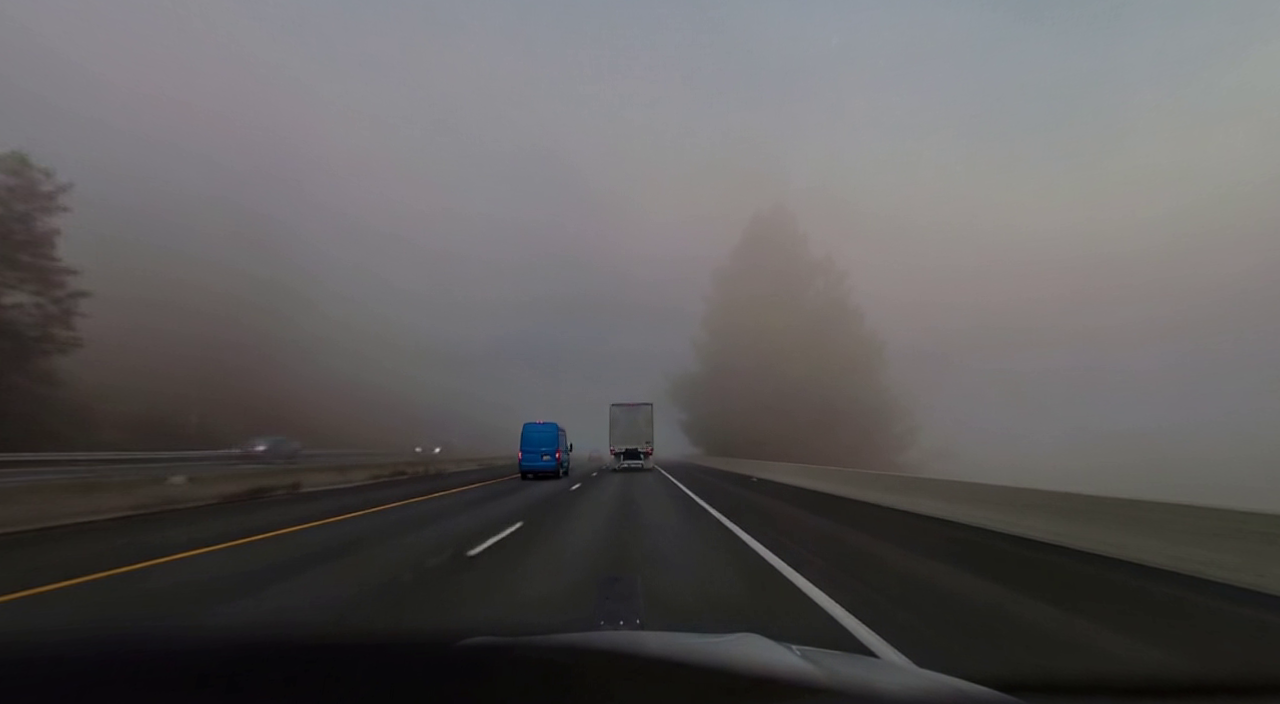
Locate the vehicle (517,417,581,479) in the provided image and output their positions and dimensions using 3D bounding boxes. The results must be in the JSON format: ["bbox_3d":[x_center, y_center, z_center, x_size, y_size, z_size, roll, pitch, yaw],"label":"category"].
[{"bbox_3d":[-4.414,4.849,31.659,2.357,2.786,6.144,0,-9,-1],"label":"vehicle"}]

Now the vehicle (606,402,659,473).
[{"bbox_3d":[-0.449,5.659,41.004,2.995,4.036,10.311,0,-9,-1],"label":"vehicle"}]

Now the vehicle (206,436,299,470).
[{"bbox_3d":[-18.176,4.766,29.852,1.840,1.466,4.037,0,-9,-1],"label":"vehicle"}]

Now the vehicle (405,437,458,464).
[{"bbox_3d":[-13.335,6.359,40.553,1.994,1.636,4.057,0,-9,0],"label":"vehicle"}]
